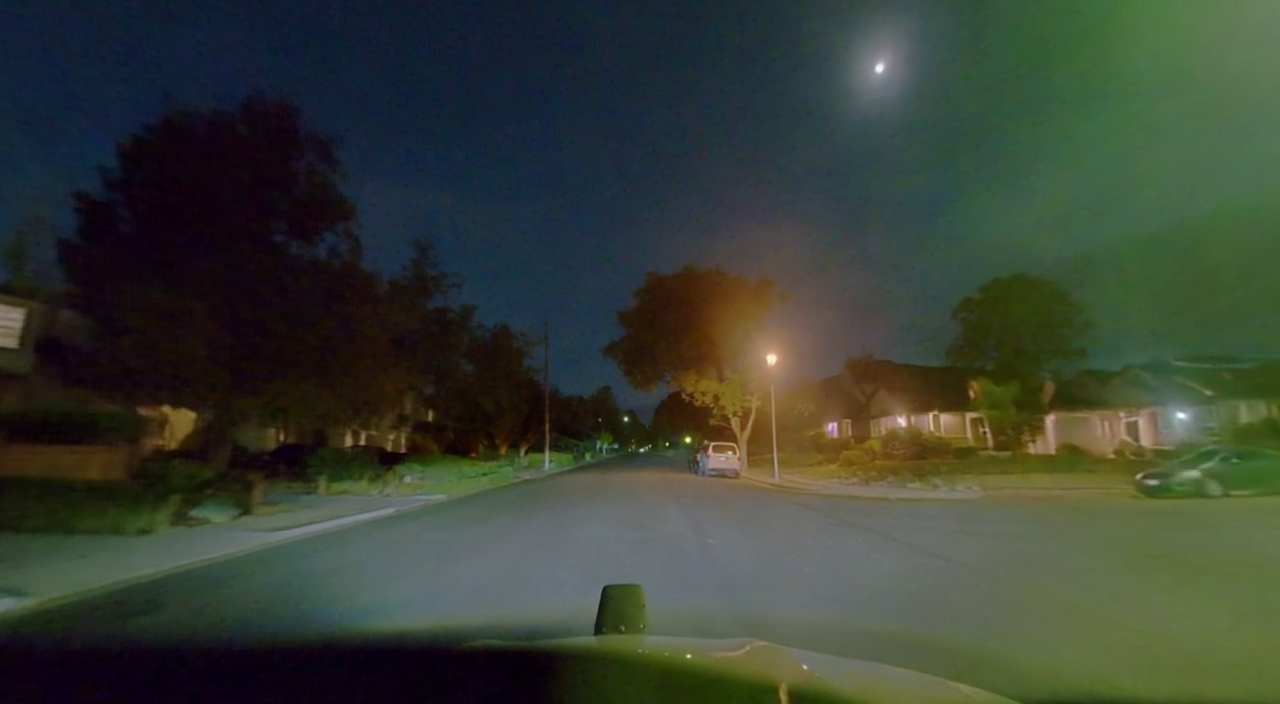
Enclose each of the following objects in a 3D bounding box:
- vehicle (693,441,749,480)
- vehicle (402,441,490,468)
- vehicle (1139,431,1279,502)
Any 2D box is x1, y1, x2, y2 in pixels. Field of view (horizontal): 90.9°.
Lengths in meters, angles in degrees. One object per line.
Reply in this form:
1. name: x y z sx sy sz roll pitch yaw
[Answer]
1. vehicle: 3.899 5.277 31.072 2.046 1.760 4.570 0 -8 -1
2. vehicle: -12.410 6.574 40.448 4.906 1.564 1.988 0 -8 7
3. vehicle: 17.419 3.163 17.723 4.681 1.810 2.249 -2 -8 5
